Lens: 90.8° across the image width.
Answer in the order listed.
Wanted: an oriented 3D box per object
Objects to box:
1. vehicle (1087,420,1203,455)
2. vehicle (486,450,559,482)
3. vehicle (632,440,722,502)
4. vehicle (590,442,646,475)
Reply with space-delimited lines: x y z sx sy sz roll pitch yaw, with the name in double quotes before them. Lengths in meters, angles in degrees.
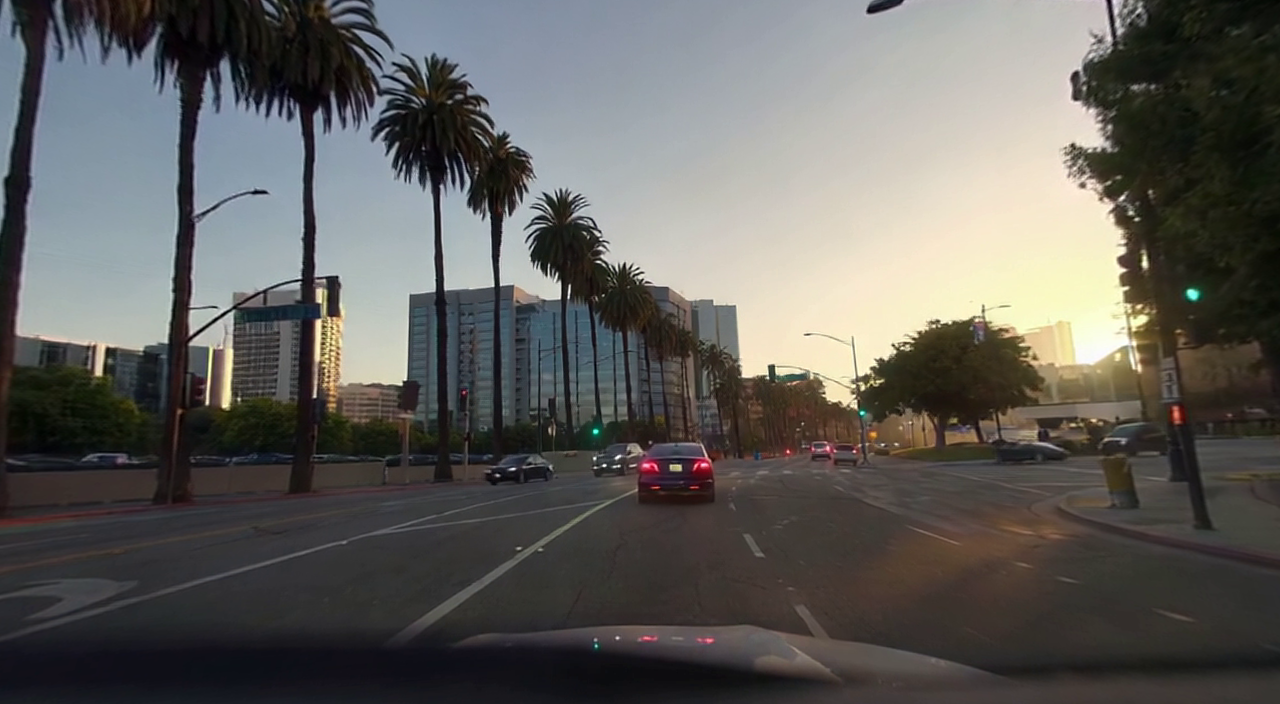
"vehicle" 28.032 4.759 35.139 5.049 1.861 2.081 1 -9 -10
"vehicle" -5.858 5.741 32.141 2.012 1.467 4.592 -2 -9 12
"vehicle" 1.157 3.210 17.481 2.096 1.492 4.071 -1 -9 9
"vehicle" -1.158 5.926 35.400 2.013 1.746 4.366 -2 -9 14
